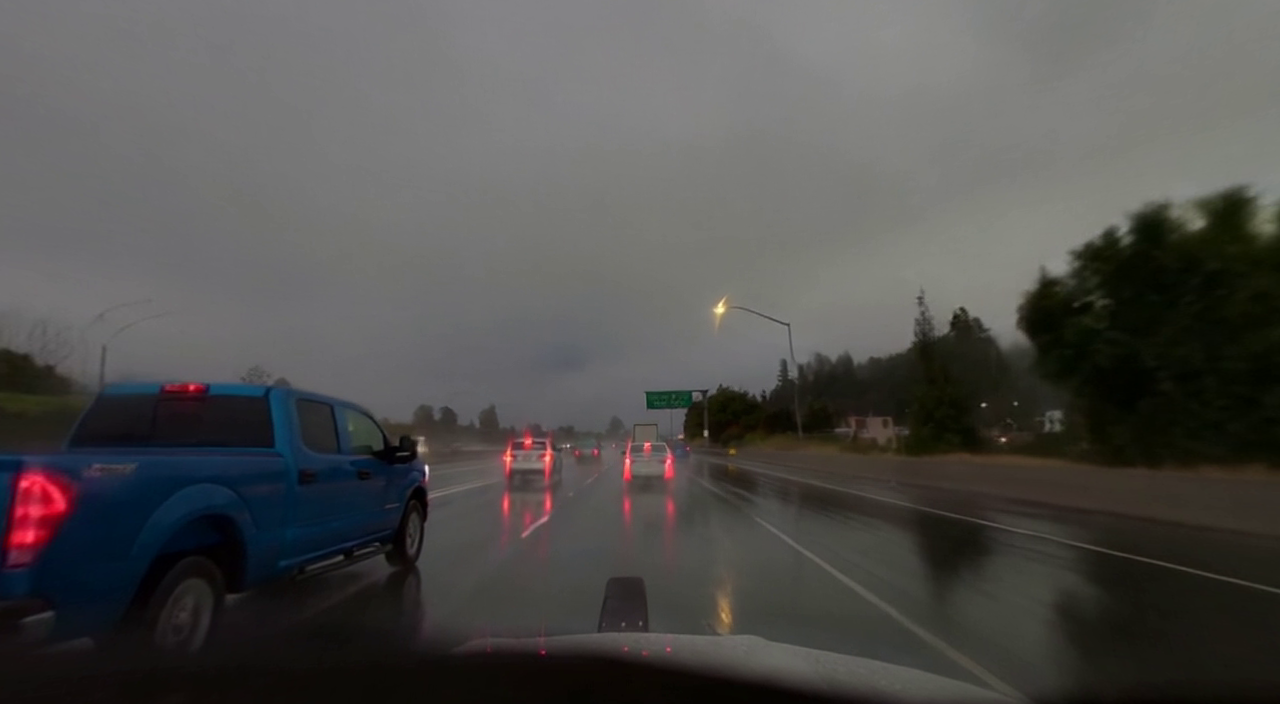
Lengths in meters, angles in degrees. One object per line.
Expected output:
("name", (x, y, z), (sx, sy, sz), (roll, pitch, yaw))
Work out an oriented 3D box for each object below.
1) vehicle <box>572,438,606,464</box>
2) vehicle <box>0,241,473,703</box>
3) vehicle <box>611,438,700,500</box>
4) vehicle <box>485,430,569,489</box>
("vehicle", (-3.330, 6.557, 41.909), (1.897, 1.646, 4.049), (0, -8, 1))
("vehicle", (-3.371, 1.044, 5.146), (2.269, 2.060, 5.933), (0, -8, 1))
("vehicle", (0.366, 3.030, 16.740), (2.054, 1.421, 4.090), (0, -8, 0))
("vehicle", (-3.546, 3.457, 20.634), (1.903, 1.721, 4.210), (0, -8, 1))
